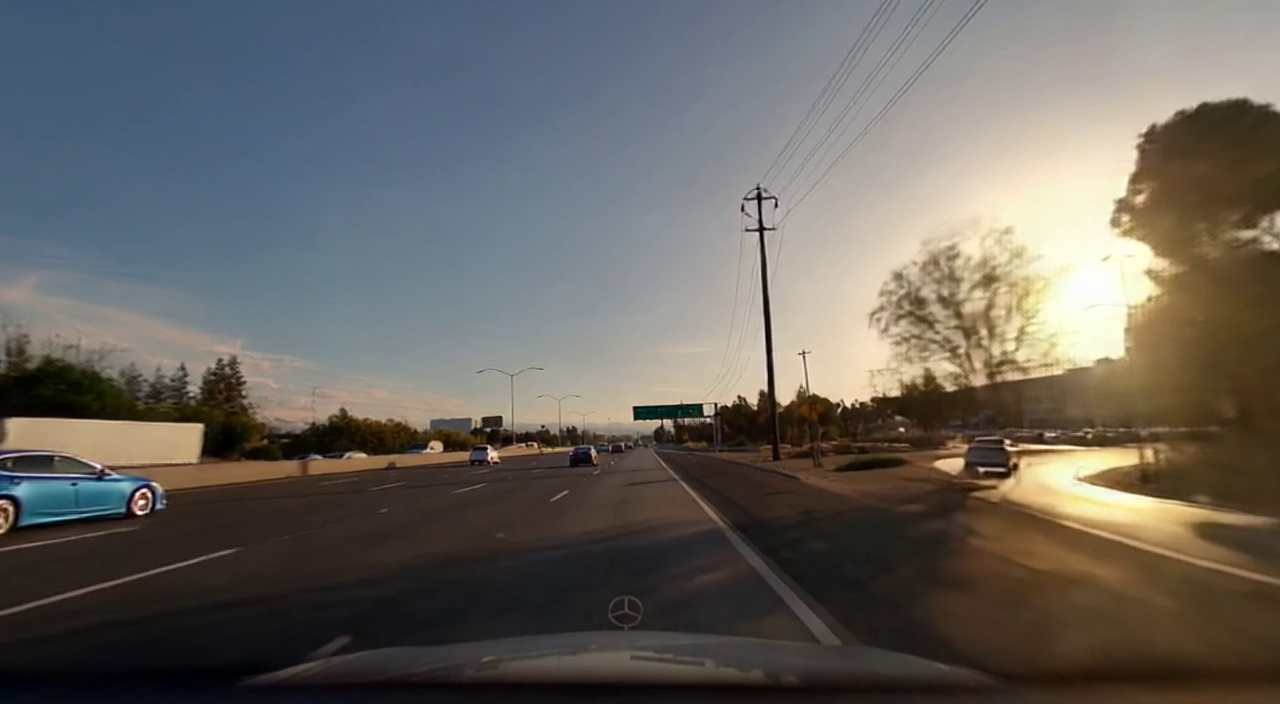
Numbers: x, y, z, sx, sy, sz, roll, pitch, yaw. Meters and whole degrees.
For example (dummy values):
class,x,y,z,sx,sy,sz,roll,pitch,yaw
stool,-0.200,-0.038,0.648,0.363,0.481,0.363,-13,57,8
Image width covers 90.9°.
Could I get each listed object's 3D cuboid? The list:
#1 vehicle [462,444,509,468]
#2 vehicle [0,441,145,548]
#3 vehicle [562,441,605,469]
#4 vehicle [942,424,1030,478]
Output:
class,x,y,z,sx,sy,sz,roll,pitch,yaw
vehicle,-9.940,6.701,40.877,1.930,1.490,3.955,0,-8,1
vehicle,-10.197,2.067,9.161,2.002,1.526,4.822,0,-8,1
vehicle,-3.190,5.933,36.662,2.050,1.479,4.342,0,-8,1
vehicle,12.936,3.724,23.891,2.127,1.815,4.777,-3,-9,20
